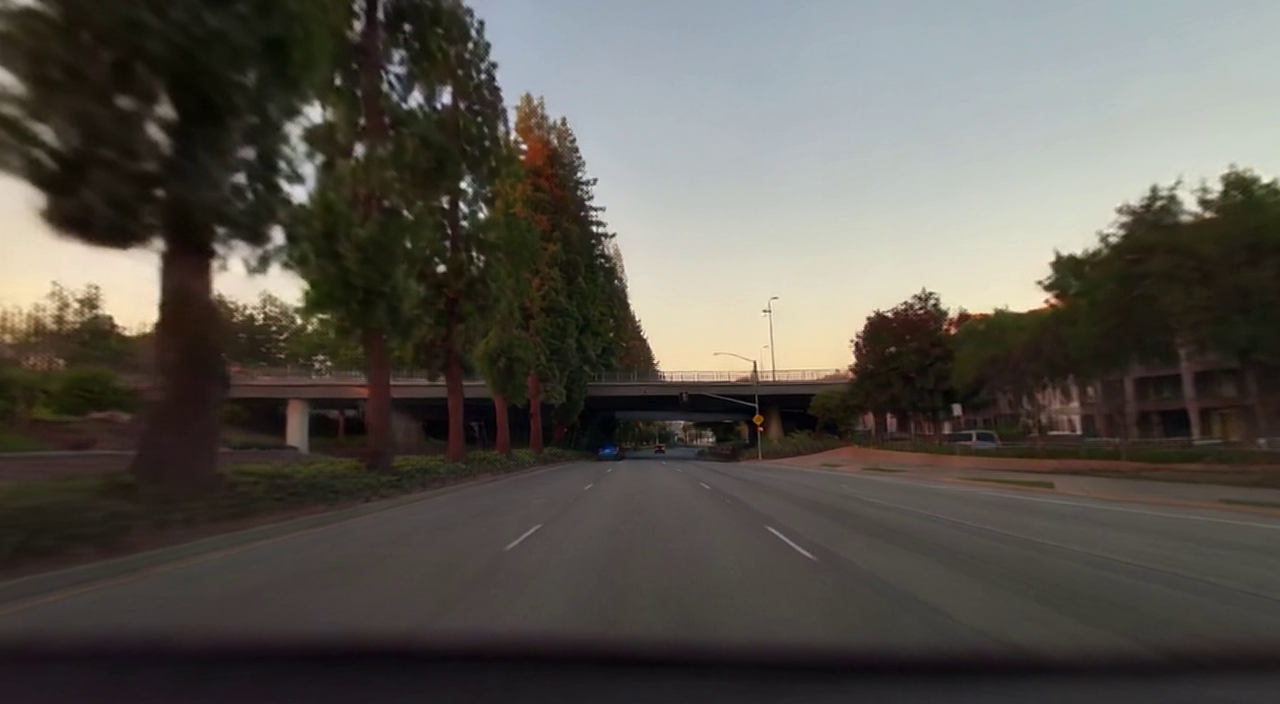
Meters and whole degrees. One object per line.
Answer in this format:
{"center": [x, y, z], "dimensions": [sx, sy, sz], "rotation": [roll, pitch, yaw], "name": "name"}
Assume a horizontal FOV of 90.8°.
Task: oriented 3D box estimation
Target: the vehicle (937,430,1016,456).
{"center": [19.868, 5.393, 37.348], "dimensions": [3.688, 1.489, 1.667], "rotation": [1, -9, -4], "name": "vehicle"}
